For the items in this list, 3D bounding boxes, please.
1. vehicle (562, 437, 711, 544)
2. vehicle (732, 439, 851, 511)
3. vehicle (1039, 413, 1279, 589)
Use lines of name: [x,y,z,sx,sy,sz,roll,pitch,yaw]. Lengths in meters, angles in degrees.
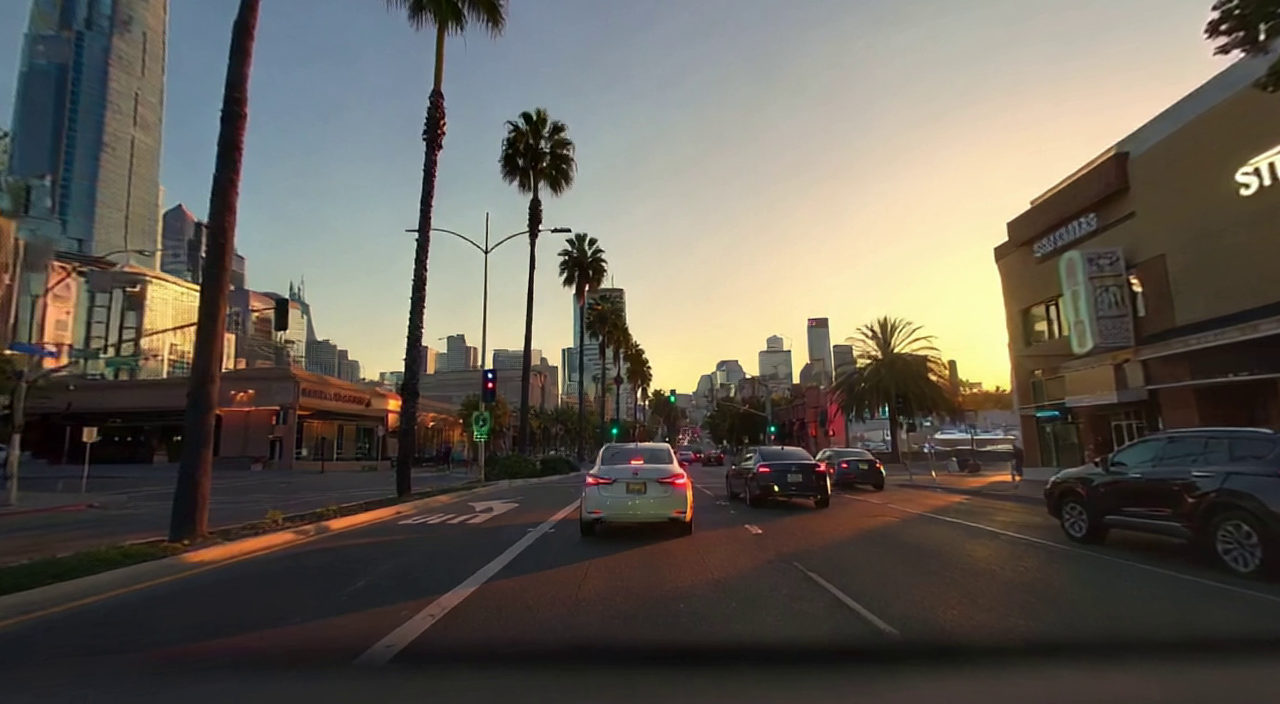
vehicle: [-0.080,2.260,10.956,2.110,1.487,3.873,0,-8,-1]
vehicle: [3.605,2.989,15.870,1.892,1.532,4.177,0,-8,-1]
vehicle: [7.093,1.644,7.502,1.940,1.674,4.085,0,-8,-1]
